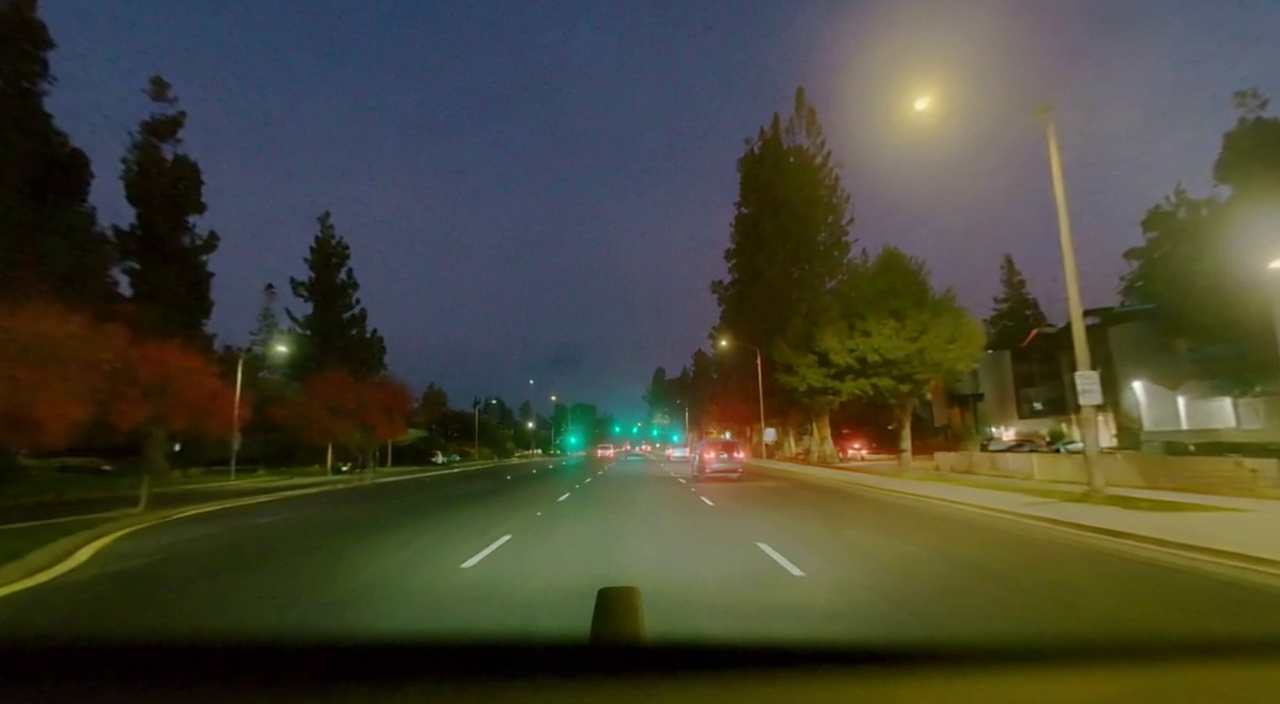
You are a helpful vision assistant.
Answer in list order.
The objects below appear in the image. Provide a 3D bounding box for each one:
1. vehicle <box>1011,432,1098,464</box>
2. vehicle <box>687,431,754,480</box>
[{"bbox_3d":[27.788,6.429,42.398,4.609,1.919,1.985,0,-8,-9],"label":"vehicle"},{"bbox_3d":[3.135,4.166,25.604,2.060,1.816,4.343,0,-8,-1],"label":"vehicle"}]
